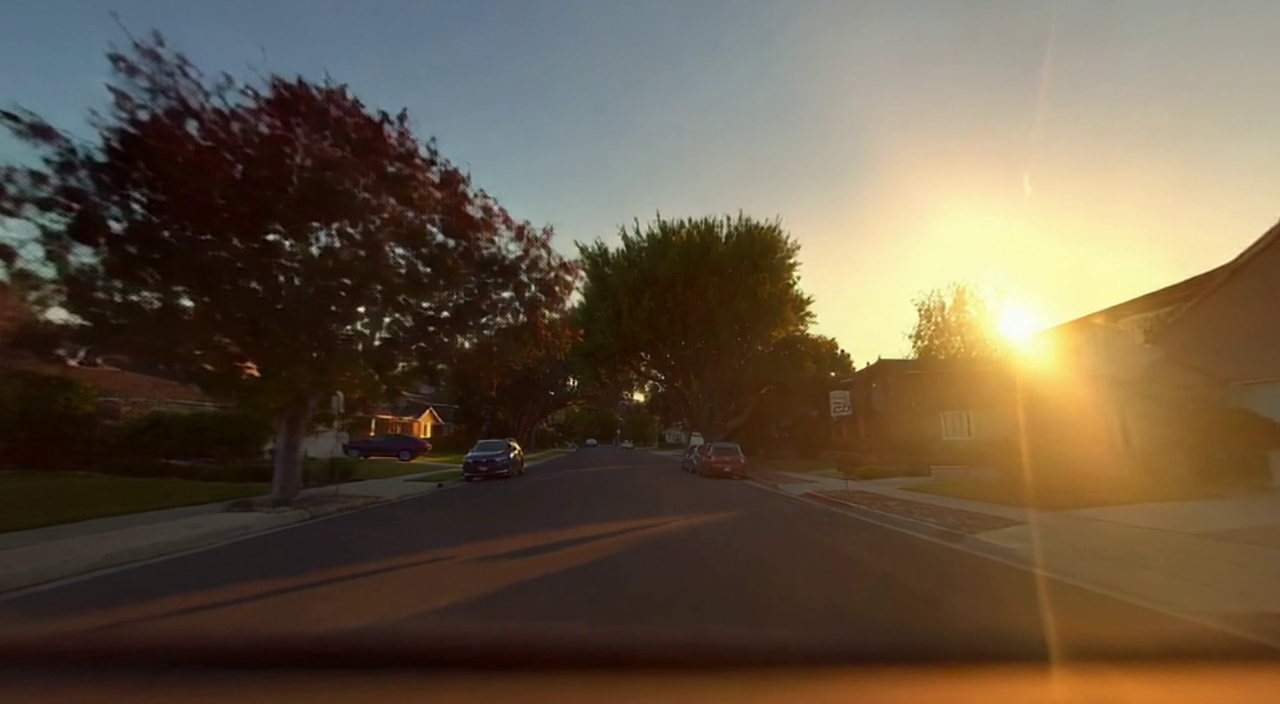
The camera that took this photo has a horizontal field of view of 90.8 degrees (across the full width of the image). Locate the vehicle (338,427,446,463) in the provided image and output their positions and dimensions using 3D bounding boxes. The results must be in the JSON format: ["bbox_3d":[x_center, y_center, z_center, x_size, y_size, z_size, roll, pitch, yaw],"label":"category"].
[{"bbox_3d":[-13.536,5.134,34.750,5.024,1.903,2.102,0,-9,0],"label":"vehicle"}]

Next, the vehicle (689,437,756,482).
[{"bbox_3d":[3.405,4.554,26.988,2.033,1.730,4.554,0,-9,-2],"label":"vehicle"}]

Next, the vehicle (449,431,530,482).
[{"bbox_3d":[-6.406,4.548,27.701,2.322,1.949,5.695,-1,-9,-2],"label":"vehicle"}]
